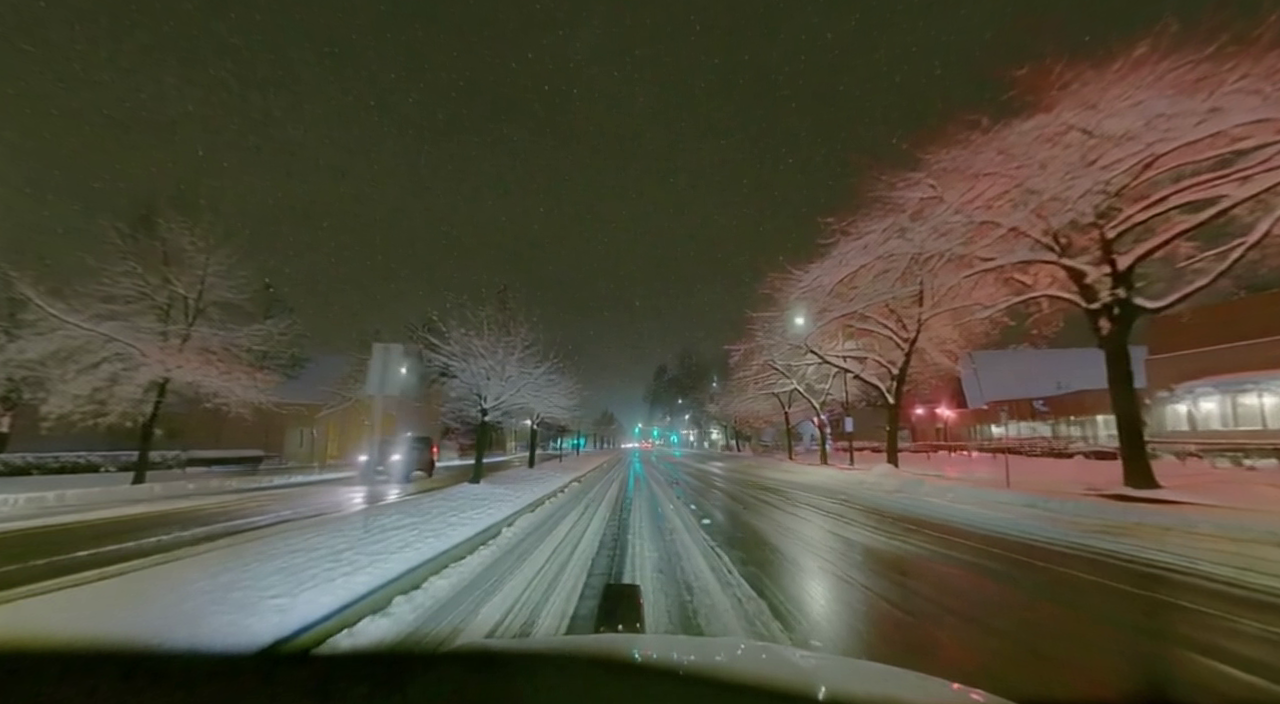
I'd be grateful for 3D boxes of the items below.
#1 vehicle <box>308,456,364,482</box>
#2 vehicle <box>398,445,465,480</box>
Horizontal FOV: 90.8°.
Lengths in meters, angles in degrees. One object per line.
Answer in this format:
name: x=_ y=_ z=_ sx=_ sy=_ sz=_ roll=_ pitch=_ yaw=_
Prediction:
vehicle: x=-19.803 y=7.623 z=41.302 sx=1.855 sy=1.498 sz=3.587 roll=0 pitch=-8 yaw=1
vehicle: x=-12.477 y=6.631 z=38.266 sx=2.139 sy=1.931 sz=5.419 roll=0 pitch=-8 yaw=1
